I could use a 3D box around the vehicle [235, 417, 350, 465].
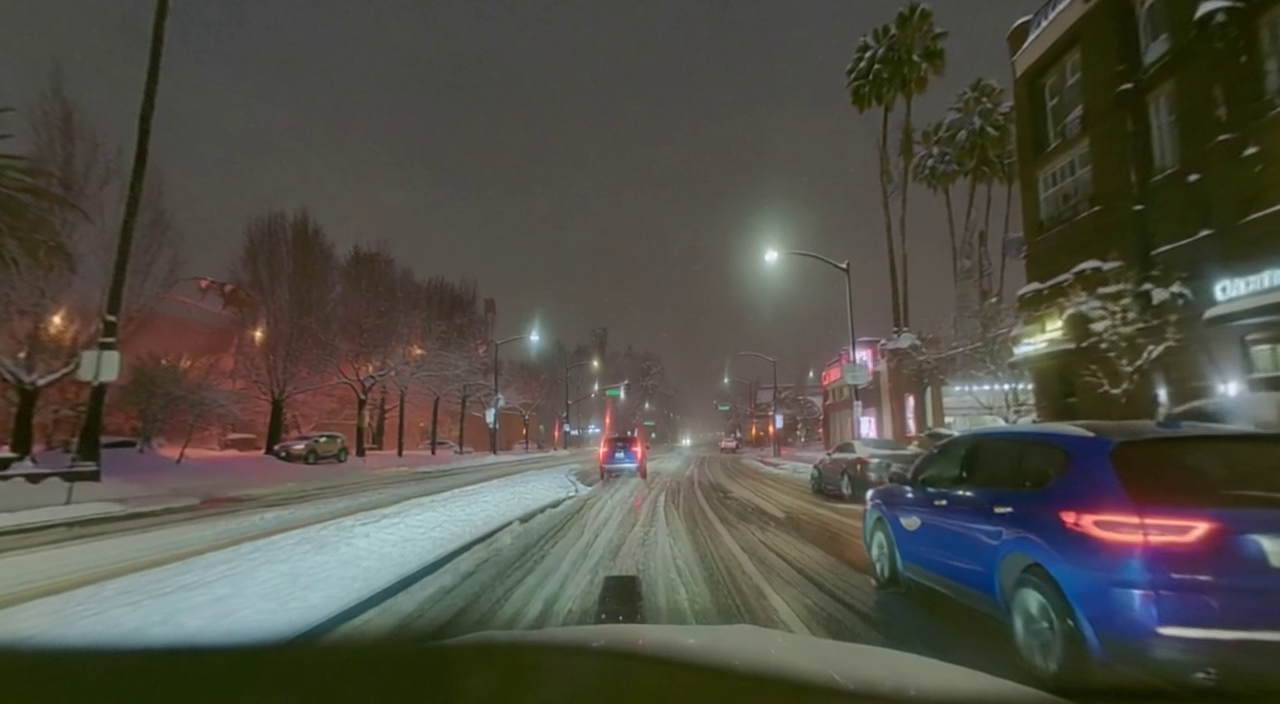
[{"bbox_3d":[-20.882,5.429,38.362,2.198,2.684,5.751,-4,-9,25],"label":"vehicle"}]

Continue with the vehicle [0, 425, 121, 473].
[{"bbox_3d":[-32.562,5.128,33.578,2.562,2.387,6.989,-4,-10,29],"label":"vehicle"}]

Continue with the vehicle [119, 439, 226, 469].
[{"bbox_3d":[-29.177,6.380,39.645,1.863,1.733,4.974,-5,-10,27],"label":"vehicle"}]

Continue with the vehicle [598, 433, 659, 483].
[{"bbox_3d":[-0.421,3.934,23.690,2.063,1.664,4.471,0,-8,0],"label":"vehicle"}]

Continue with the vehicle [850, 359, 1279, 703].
[{"bbox_3d":[3.210,1.159,4.435,1.983,1.654,4.354,0,-8,0],"label":"vehicle"}]
